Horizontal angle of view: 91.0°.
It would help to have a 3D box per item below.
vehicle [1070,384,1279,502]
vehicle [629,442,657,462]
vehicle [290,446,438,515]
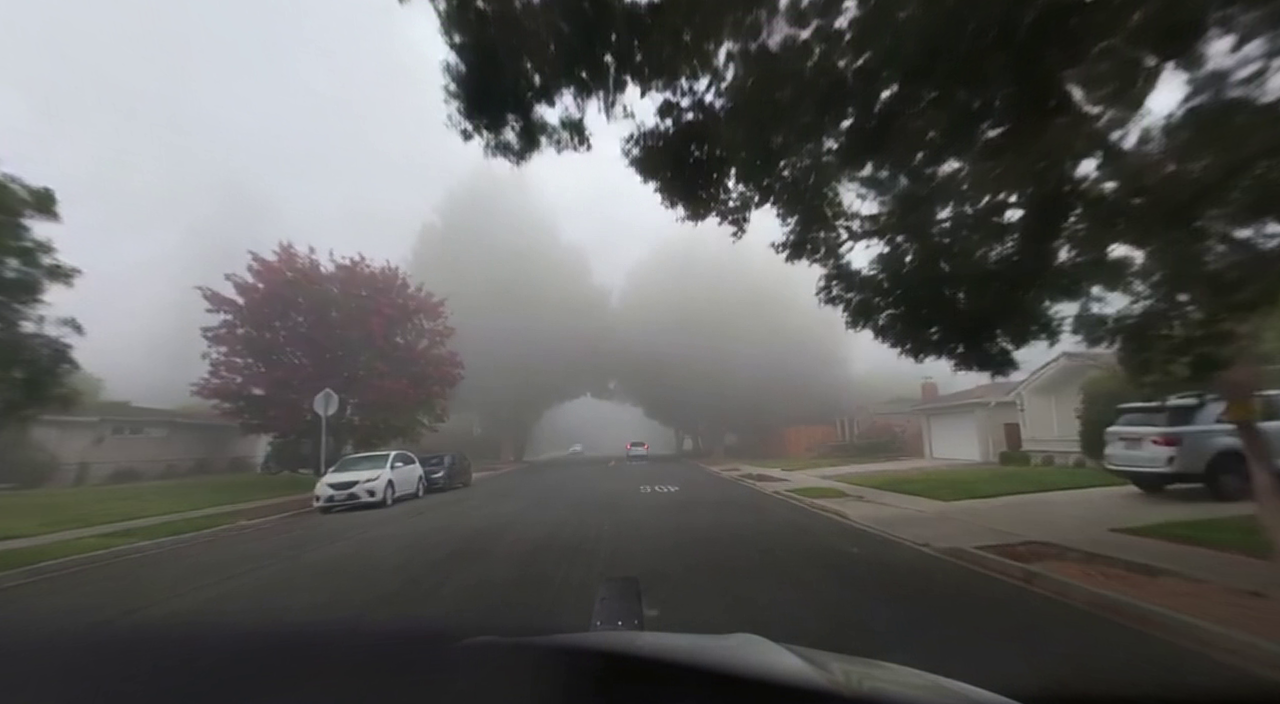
[{"bbox_3d":[11.314,1.620,11.239,5.585,1.892,2.198,0,-8,0],"label":"vehicle"},{"bbox_3d":[0.260,7.718,48.794,2.043,1.484,4.340,0,-8,1],"label":"vehicle"},{"bbox_3d":[-7.028,3.271,16.686,1.972,1.543,4.622,0,-8,-2],"label":"vehicle"}]
